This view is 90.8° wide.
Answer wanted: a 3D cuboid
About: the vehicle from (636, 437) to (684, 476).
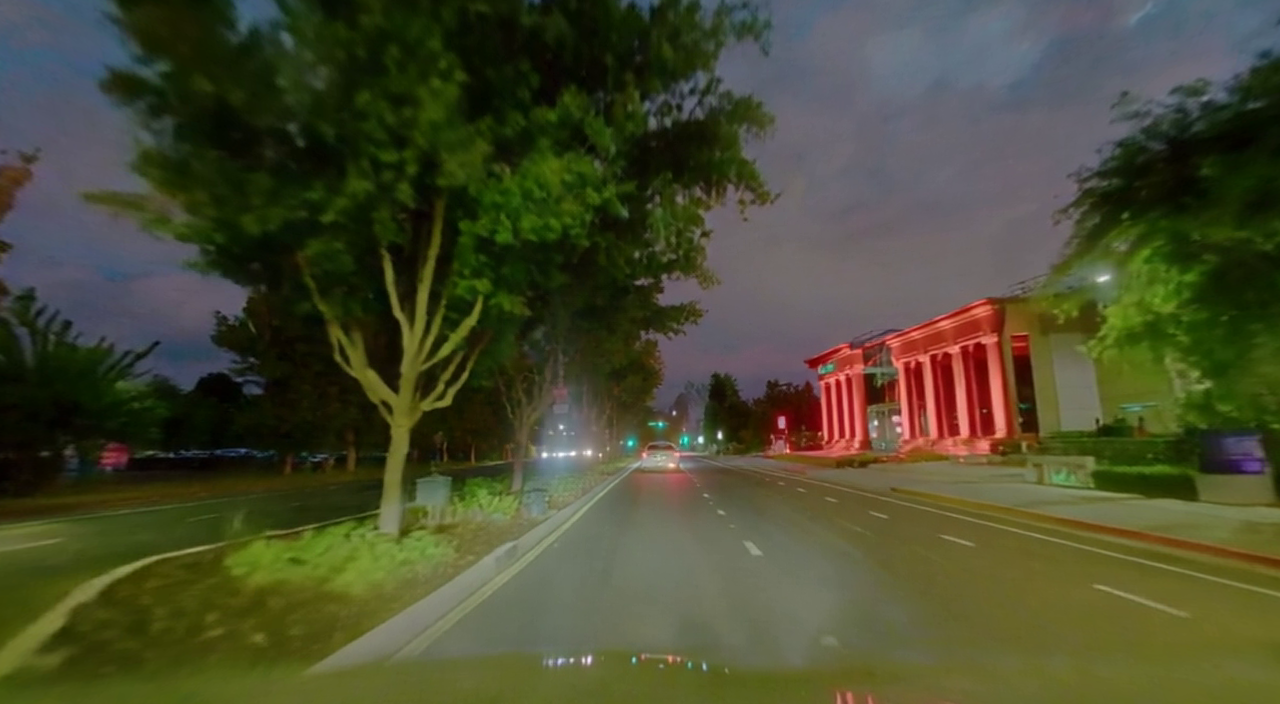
[{"bbox_3d":[0.971,4.988,30.354,2.123,1.703,4.292,-1,-8,2],"label":"vehicle"}]
